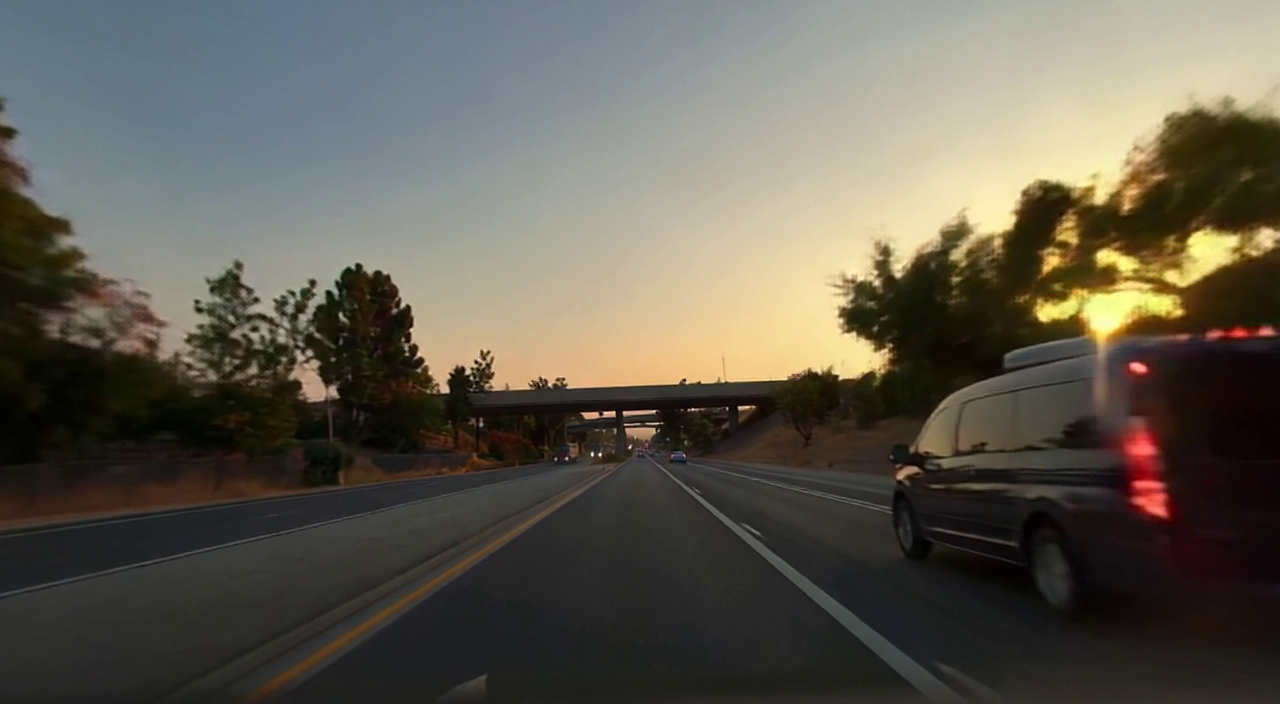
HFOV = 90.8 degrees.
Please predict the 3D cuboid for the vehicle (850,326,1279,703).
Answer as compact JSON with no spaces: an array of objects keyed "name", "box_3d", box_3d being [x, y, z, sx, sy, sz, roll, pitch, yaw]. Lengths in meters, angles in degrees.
[{"name":"vehicle","box_3d":[3.921,1.268,5.726,2.152,1.998,5.380,0,-9,0]}]
